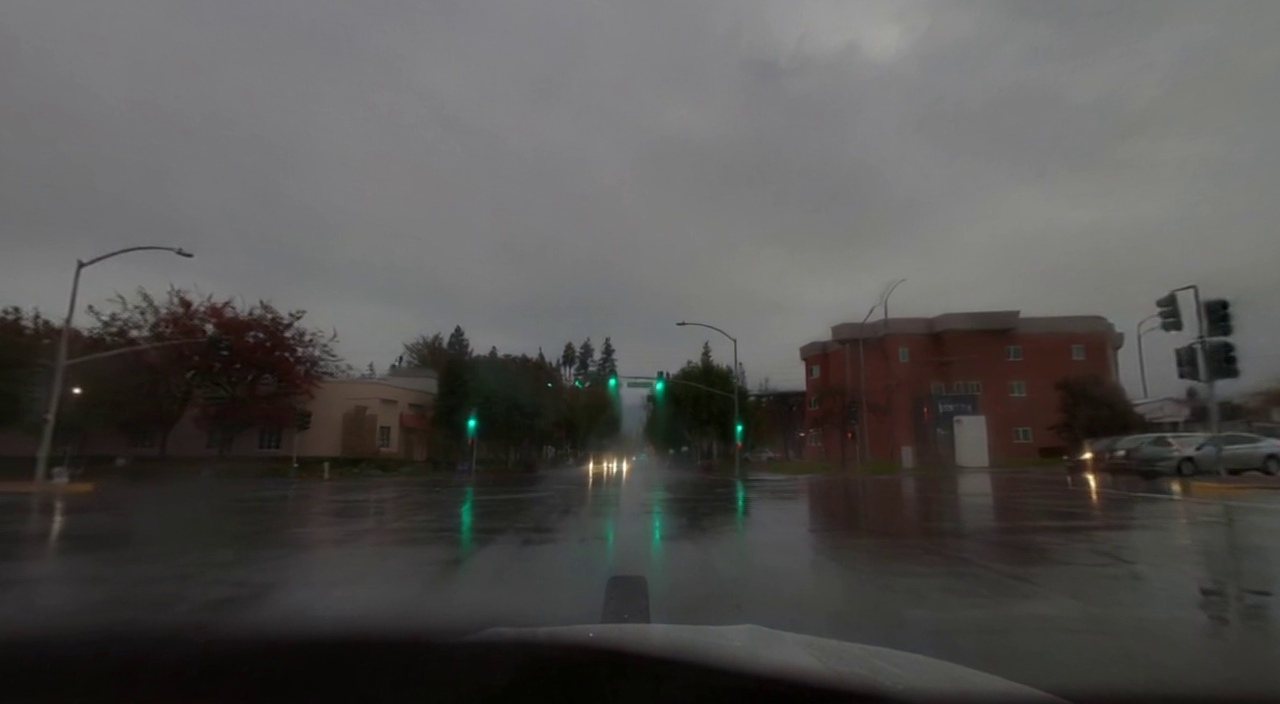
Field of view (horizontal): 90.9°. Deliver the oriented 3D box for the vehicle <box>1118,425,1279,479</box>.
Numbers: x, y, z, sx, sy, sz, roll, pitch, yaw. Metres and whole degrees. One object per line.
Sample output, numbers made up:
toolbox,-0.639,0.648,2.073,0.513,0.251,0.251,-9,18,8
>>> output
vehicle,18.165,3.163,20.035,4.288,1.600,1.927,0,-8,1
